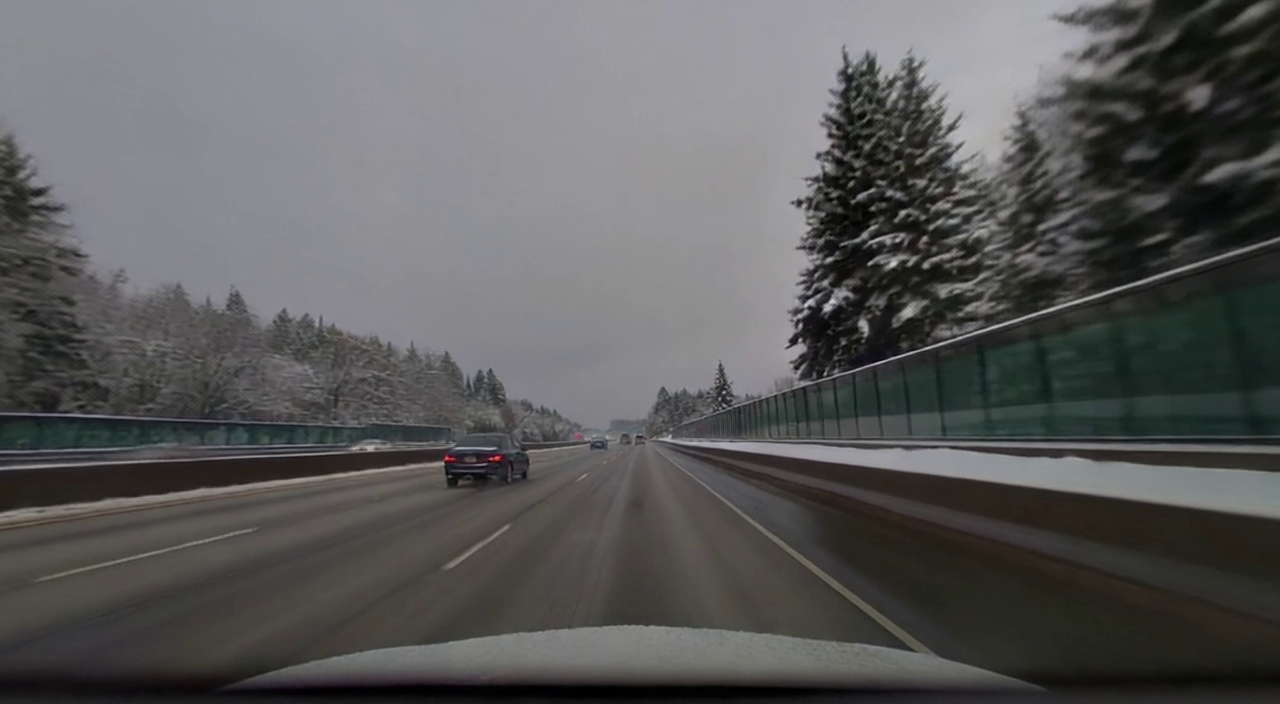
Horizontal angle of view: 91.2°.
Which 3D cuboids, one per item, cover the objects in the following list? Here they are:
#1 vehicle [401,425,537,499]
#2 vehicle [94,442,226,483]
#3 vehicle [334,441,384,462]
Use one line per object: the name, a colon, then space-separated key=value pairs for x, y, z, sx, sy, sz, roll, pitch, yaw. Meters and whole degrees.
vehicle: x=-3.939 y=2.618 z=15.355 sx=2.059 sy=1.541 sz=4.296 roll=0 pitch=-8 yaw=1
vehicle: x=-19.717 y=4.513 z=26.107 sx=1.883 sy=1.516 sz=4.543 roll=0 pitch=-8 yaw=0
vehicle: x=-21.260 y=7.496 z=47.609 sx=1.865 sy=1.505 sz=4.095 roll=0 pitch=-8 yaw=0
